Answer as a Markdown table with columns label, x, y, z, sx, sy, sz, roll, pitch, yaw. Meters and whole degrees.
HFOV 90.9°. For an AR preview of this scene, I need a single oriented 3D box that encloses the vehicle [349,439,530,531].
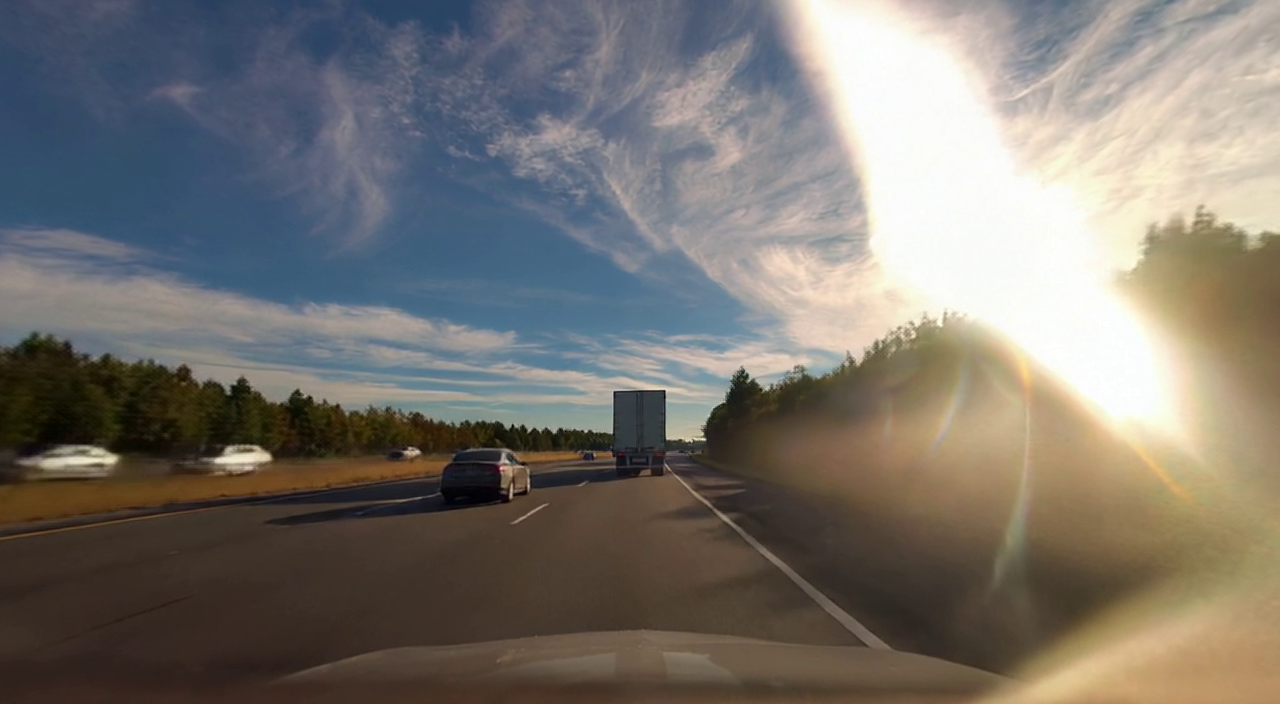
| label | x | y | z | sx | sy | sz | roll | pitch | yaw |
| --- | --- | --- | --- | --- | --- | --- | --- | --- | --- |
| vehicle | -3.638 | 2.509 | 12.480 | 2.092 | 1.465 | 4.448 | 0 | -9 | 0 |

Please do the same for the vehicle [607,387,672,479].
| label | x | y | z | sx | sy | sz | roll | pitch | yaw |
| --- | --- | --- | --- | --- | --- | --- | --- | --- | --- |
| vehicle | 0.063 | 4.721 | 35.660 | 2.851 | 4.098 | 14.436 | -1 | -8 | 1 |
